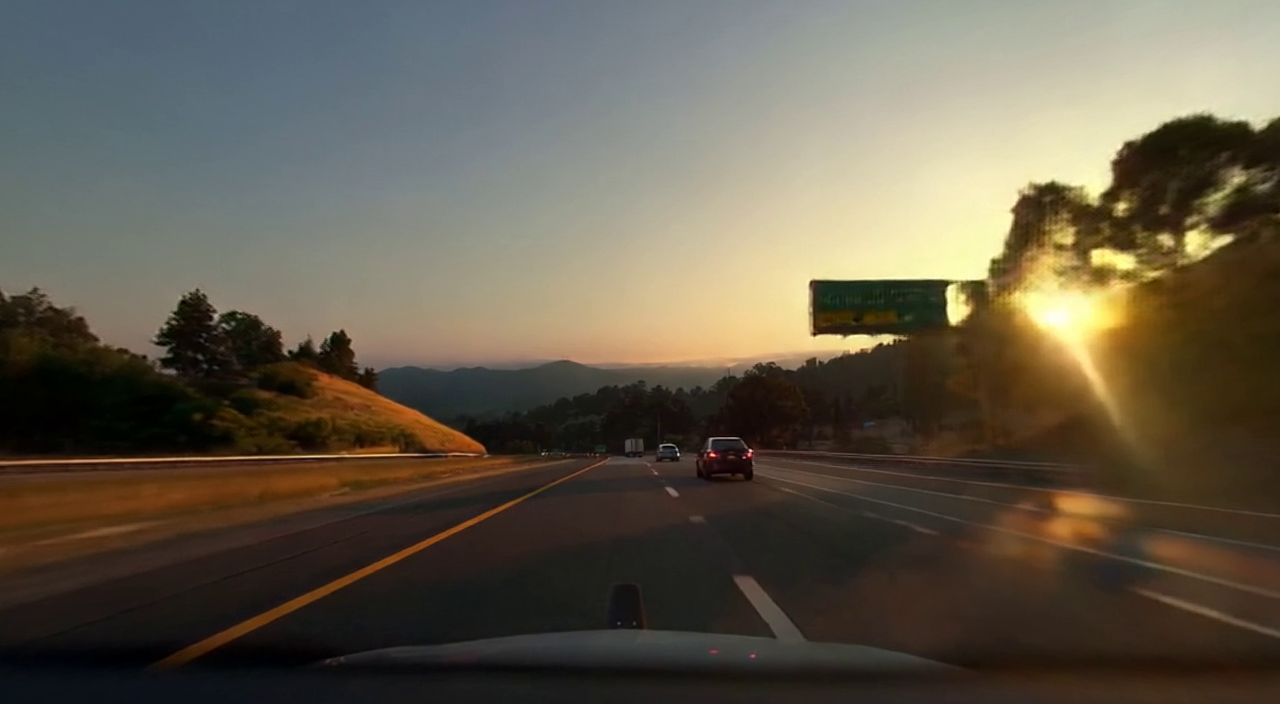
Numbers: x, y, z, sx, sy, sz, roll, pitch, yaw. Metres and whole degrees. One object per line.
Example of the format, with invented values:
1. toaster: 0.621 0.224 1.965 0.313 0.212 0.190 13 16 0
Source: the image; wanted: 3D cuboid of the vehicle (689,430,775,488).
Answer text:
1. vehicle: 3.058 3.706 22.191 2.141 1.785 4.778 0 -8 -2
